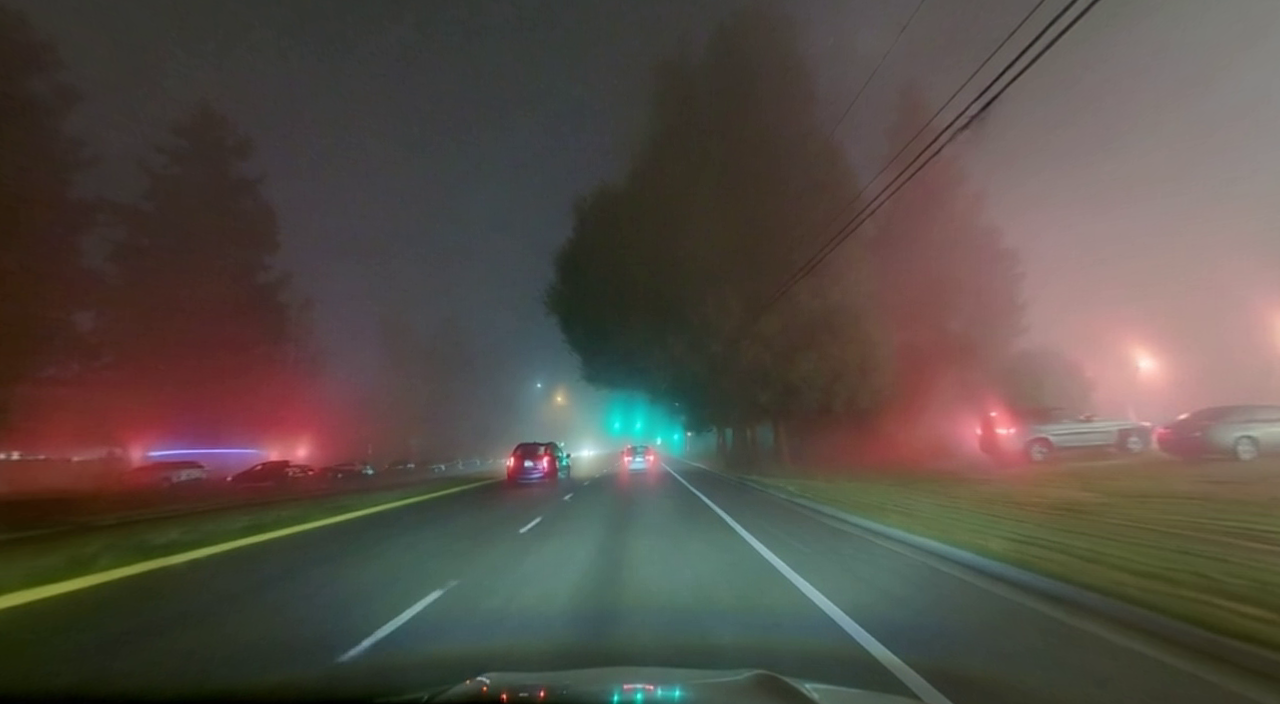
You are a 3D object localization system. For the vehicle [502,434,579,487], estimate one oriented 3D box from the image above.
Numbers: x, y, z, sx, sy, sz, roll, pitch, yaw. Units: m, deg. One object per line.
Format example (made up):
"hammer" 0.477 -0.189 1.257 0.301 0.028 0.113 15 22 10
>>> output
"vehicle" -3.591 4.005 23.725 2.157 1.771 4.452 0 -8 0

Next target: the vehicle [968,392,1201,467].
"vehicle" 15.599 2.767 22.498 6.374 2.098 2.415 -4 -8 -1

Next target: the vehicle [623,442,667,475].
"vehicle" 0.257 5.265 31.564 2.062 1.518 3.901 0 -8 0

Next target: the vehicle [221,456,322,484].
"vehicle" -21.933 7.007 37.733 4.792 1.551 1.931 0 -8 -1

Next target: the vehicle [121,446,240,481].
"vehicle" -27.656 6.708 38.170 5.466 1.963 2.174 0 -8 0

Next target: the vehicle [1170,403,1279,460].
"vehicle" 17.880 2.196 17.429 4.522 1.495 2.071 -1 -8 4
